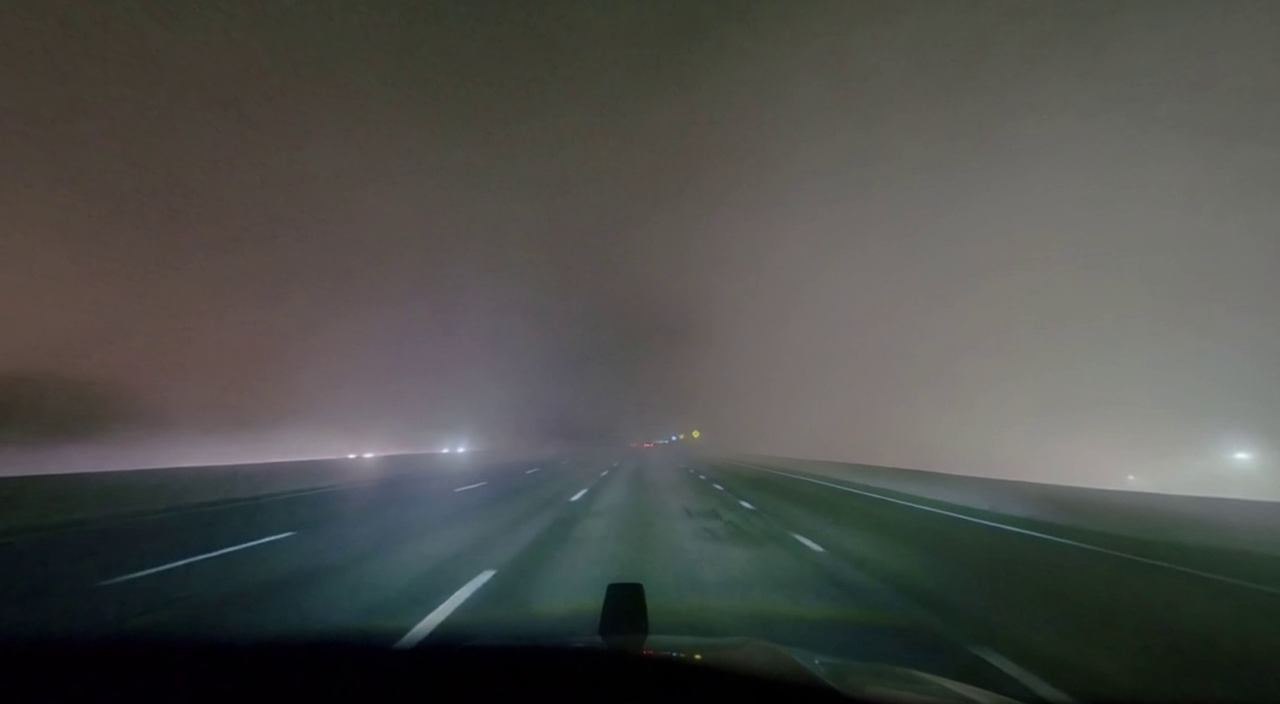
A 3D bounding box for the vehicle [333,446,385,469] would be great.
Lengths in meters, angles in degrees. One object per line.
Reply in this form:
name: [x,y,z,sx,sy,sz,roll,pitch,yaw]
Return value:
vehicle: [-19.224,7.221,43.152,1.759,1.472,3.823,0,-8,1]
